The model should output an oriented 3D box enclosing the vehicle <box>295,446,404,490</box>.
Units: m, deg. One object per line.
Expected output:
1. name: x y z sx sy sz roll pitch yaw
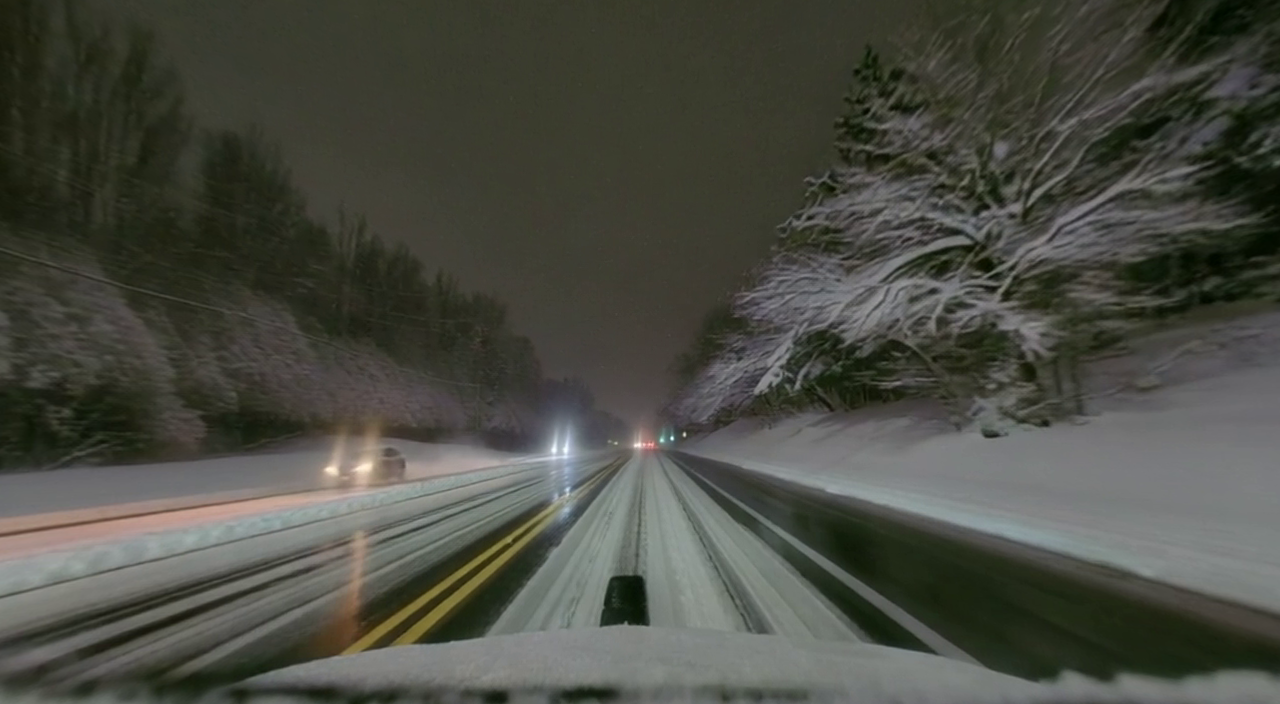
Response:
1. vehicle: -10.665 4.263 23.568 1.962 1.458 4.322 0 -8 1
